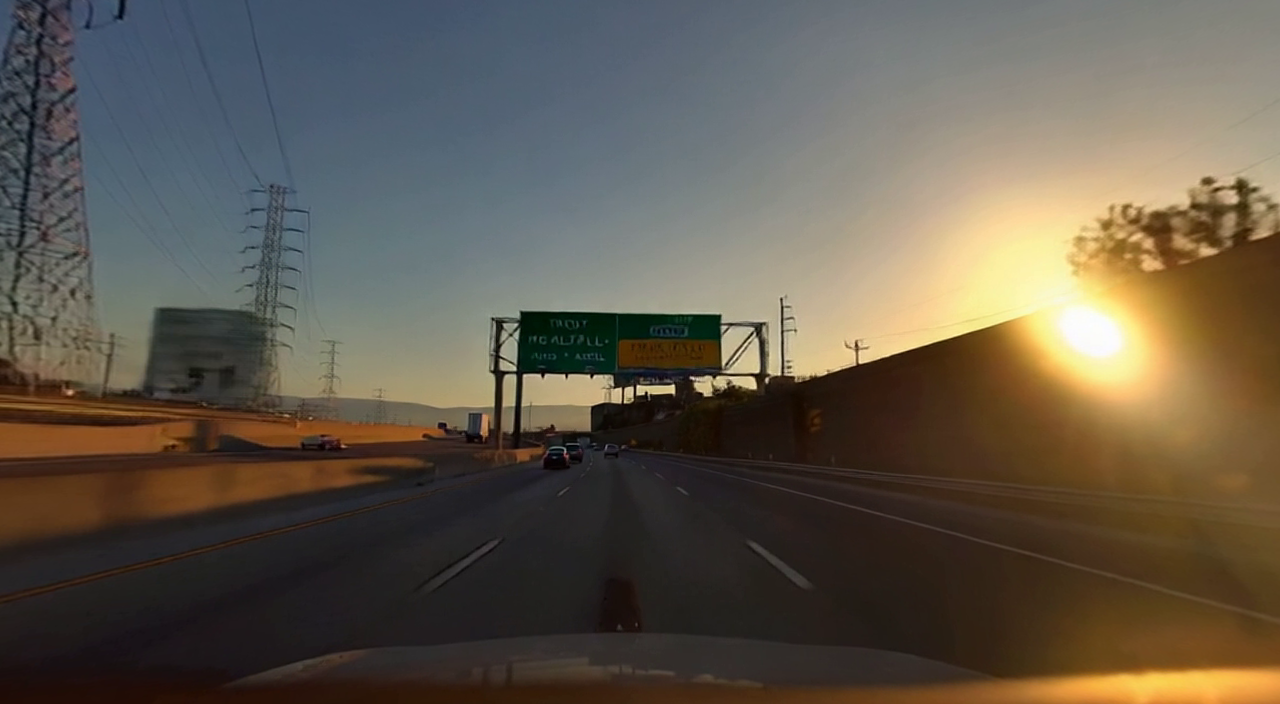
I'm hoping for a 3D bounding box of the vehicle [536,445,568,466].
[{"bbox_3d":[-6.412,7.579,46.470,1.921,1.420,4.078,0,-9,-3],"label":"vehicle"}]
